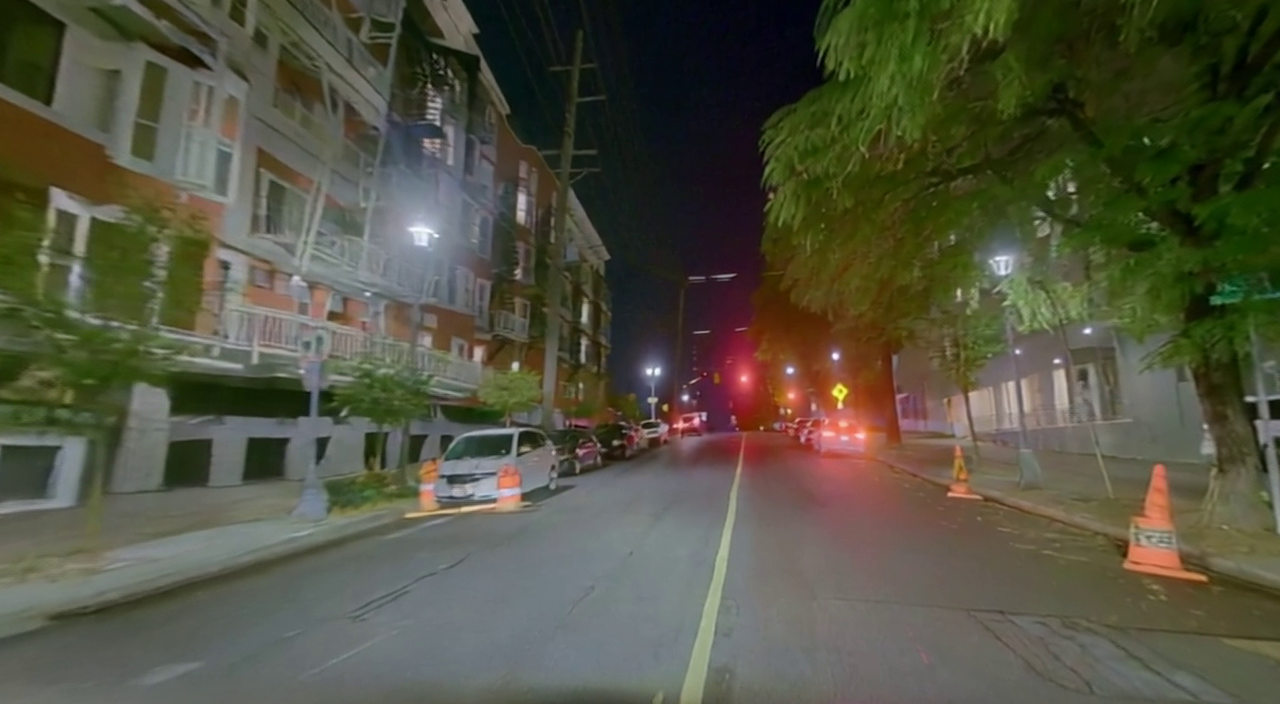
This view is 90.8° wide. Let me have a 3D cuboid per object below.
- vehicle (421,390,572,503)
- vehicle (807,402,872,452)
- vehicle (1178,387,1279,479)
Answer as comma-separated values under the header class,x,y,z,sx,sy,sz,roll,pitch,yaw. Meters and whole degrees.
class,x,y,z,sx,sy,sz,roll,pitch,yaw
vehicle,-3.048,2.136,14.401,1.894,2.186,3.901,-2,-8,11
vehicle,8.655,3.366,27.779,1.994,1.857,4.393,1,-10,8
vehicle,15.955,1.797,14.645,4.585,1.977,2.170,-6,-10,17
